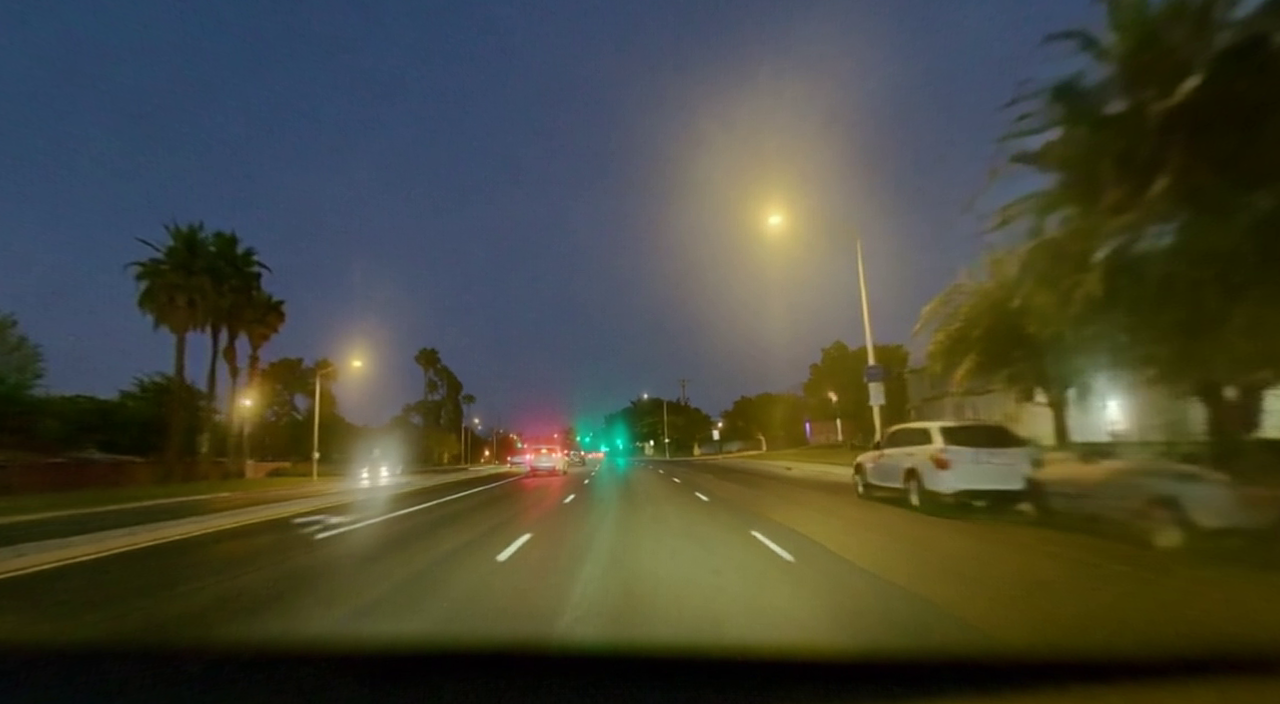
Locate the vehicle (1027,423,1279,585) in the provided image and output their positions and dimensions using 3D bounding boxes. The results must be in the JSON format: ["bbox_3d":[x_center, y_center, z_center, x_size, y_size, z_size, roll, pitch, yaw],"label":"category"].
[{"bbox_3d":[6.947,1.678,7.622,1.814,1.521,4.215,0,-8,-1],"label":"vehicle"}]

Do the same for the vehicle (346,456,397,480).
[{"bbox_3d":[-20.120,8.701,47.510,2.180,1.539,4.244,-2,-8,-3],"label":"vehicle"}]

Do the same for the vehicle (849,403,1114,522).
[{"bbox_3d":[6.820,2.311,13.848,2.418,2.004,6.128,0,-8,0],"label":"vehicle"}]

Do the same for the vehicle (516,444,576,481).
[{"bbox_3d":[-4.040,4.819,27.949,2.108,1.475,4.555,0,-8,-2],"label":"vehicle"}]
